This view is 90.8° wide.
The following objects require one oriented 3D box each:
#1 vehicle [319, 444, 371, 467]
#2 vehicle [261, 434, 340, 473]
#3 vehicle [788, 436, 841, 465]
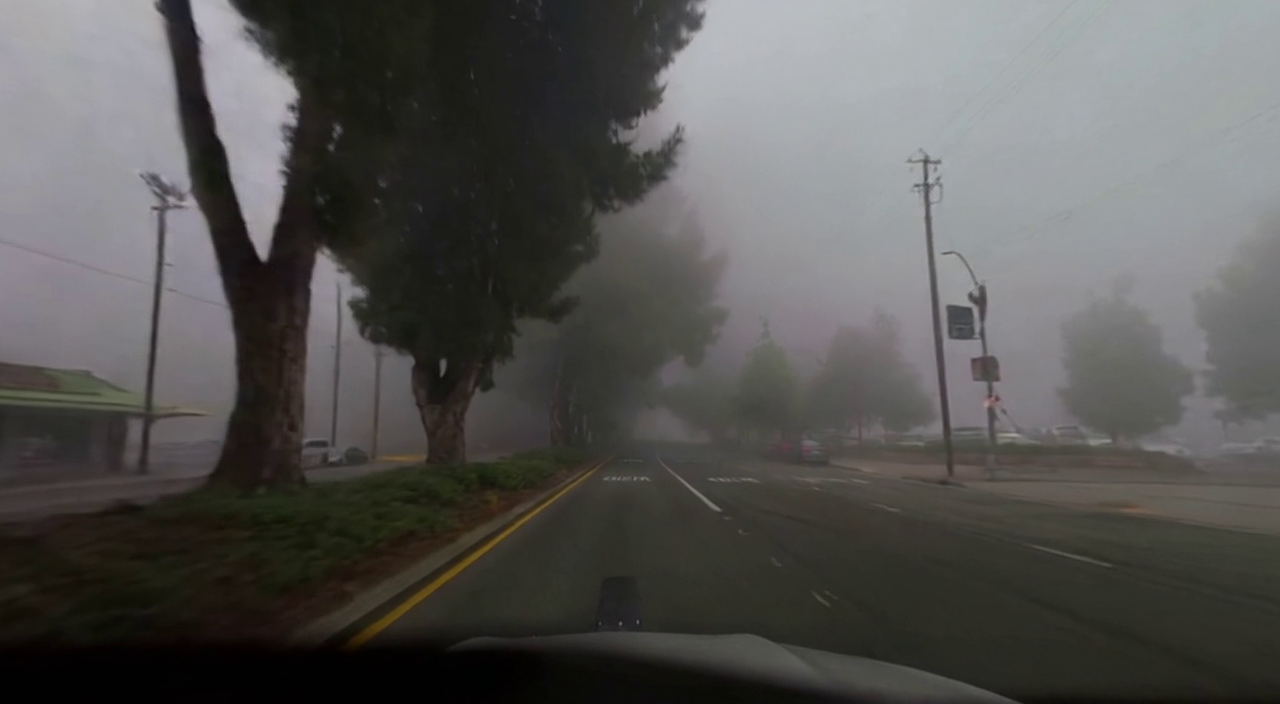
[{"bbox_3d":[-19.410,6.825,41.722,1.664,1.443,3.701,0,-8,0],"label":"vehicle"},{"bbox_3d":[-19.422,5.838,36.390,1.954,2.000,4.687,-2,-9,0],"label":"vehicle"},{"bbox_3d":[10.133,5.738,36.954,1.901,1.586,3.903,0,-8,0],"label":"vehicle"}]
